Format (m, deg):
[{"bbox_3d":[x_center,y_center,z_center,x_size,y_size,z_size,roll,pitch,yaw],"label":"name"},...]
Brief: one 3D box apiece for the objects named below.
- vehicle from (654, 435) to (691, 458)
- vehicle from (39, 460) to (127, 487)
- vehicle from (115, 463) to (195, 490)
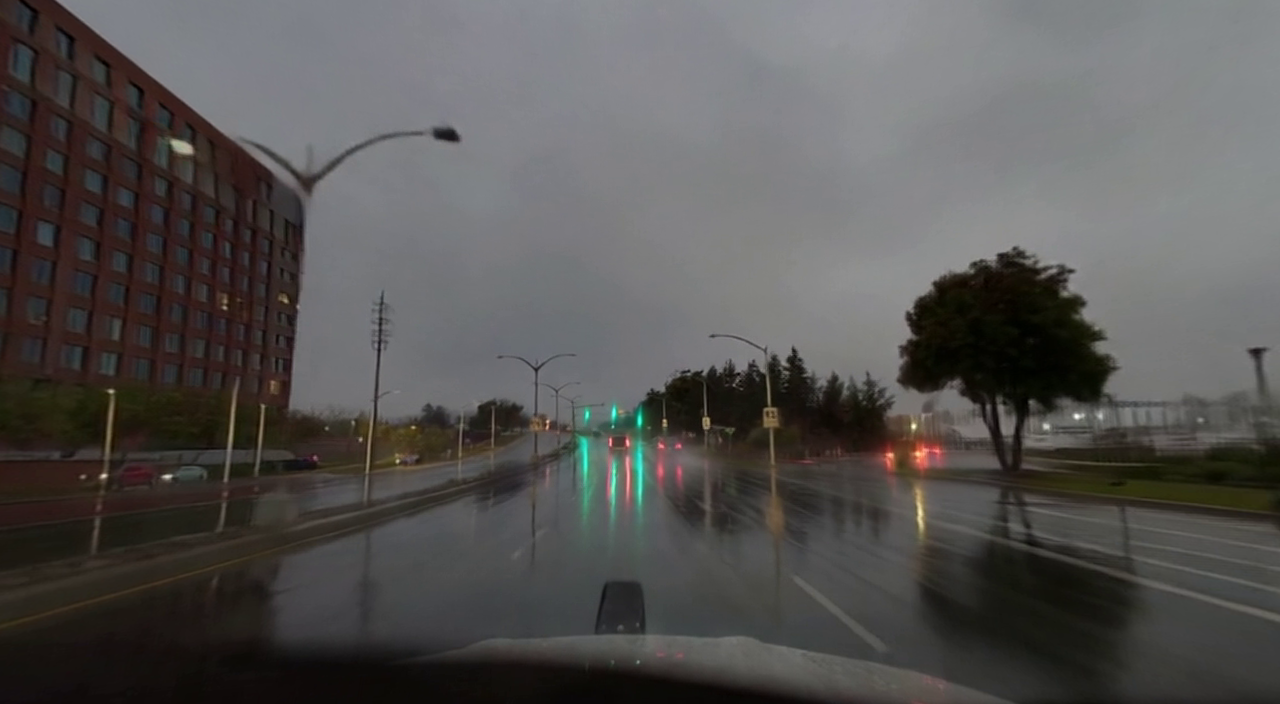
[{"bbox_3d":[2.189,6.512,43.566,2.090,1.506,4.382,0,-8,-3],"label":"vehicle"},{"bbox_3d":[-35.197,7.649,40.048,3.762,1.498,1.983,4,-10,-29],"label":"vehicle"},{"bbox_3d":[-29.965,7.713,39.207,1.732,1.427,4.059,-1,-8,0],"label":"vehicle"}]
